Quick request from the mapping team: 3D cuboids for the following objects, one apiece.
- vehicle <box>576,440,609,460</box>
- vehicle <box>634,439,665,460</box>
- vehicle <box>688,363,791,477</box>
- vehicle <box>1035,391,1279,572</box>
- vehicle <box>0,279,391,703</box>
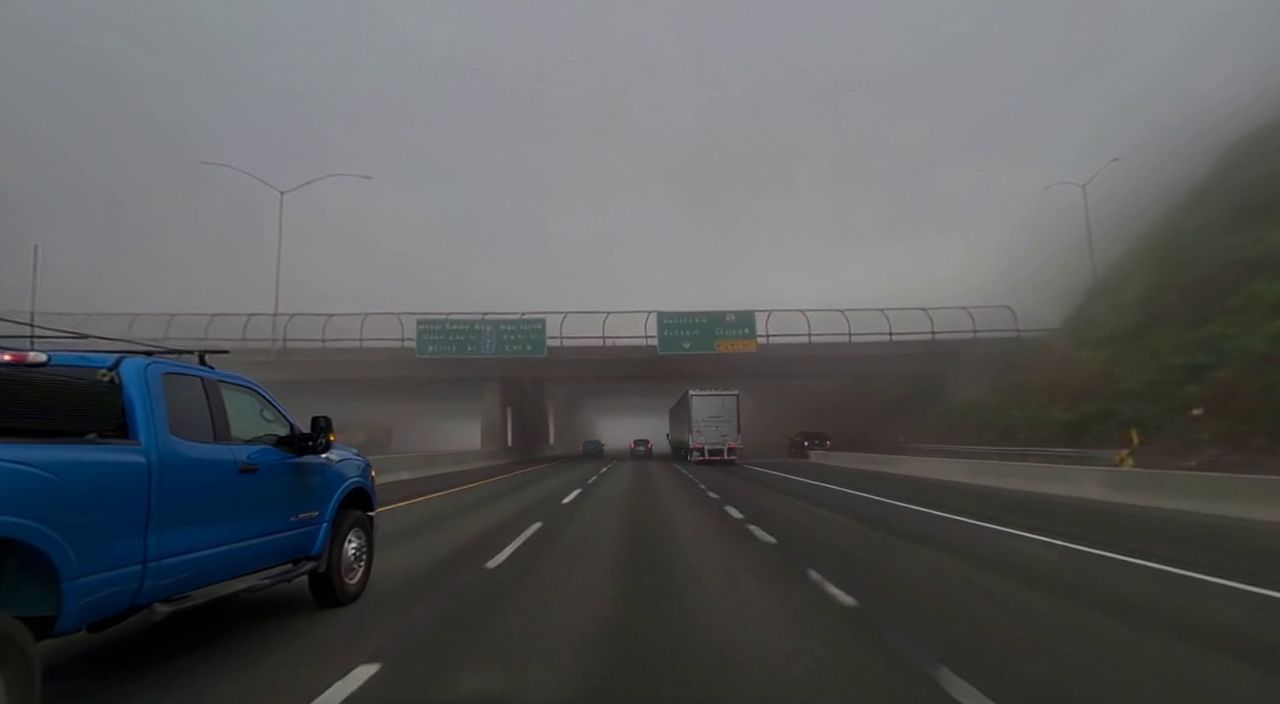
[{"bbox_3d":[-3.479,7.269,46.820,2.077,1.446,4.106,0,-8,0],"label":"vehicle"},{"bbox_3d":[0.652,7.068,45.694,2.092,1.446,4.092,0,-8,0],"label":"vehicle"},{"bbox_3d":[4.017,3.365,28.916,2.885,4.036,12.891,0,-8,1],"label":"vehicle"},{"bbox_3d":[7.075,1.419,7.274,1.999,1.700,4.640,0,-8,0],"label":"vehicle"},{"bbox_3d":[-4.123,0.862,3.762,2.599,2.054,6.288,0,-8,1],"label":"vehicle"}]
